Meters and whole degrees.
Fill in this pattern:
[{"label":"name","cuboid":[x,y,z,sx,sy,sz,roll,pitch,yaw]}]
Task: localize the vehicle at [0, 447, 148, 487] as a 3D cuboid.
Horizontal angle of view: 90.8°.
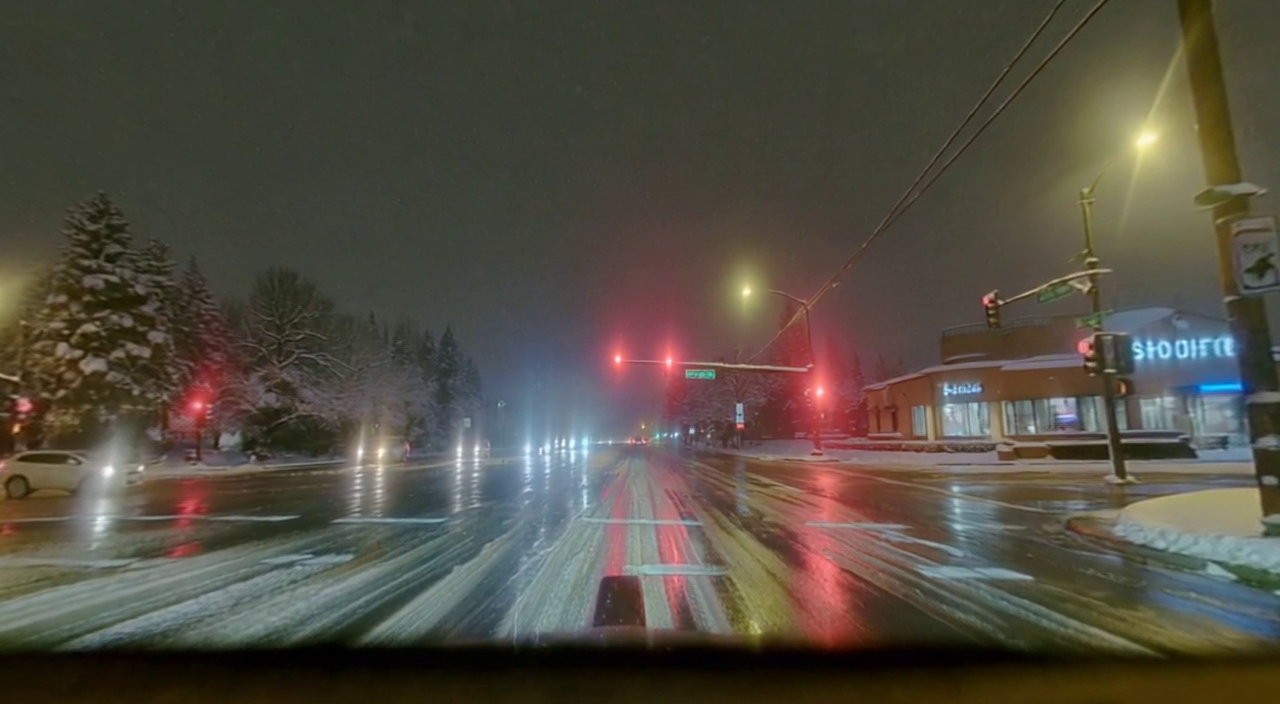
[{"label":"vehicle","cuboid":[-22.711,4.532,25.118,4.500,1.465,1.936,0,-8,-4]}]
